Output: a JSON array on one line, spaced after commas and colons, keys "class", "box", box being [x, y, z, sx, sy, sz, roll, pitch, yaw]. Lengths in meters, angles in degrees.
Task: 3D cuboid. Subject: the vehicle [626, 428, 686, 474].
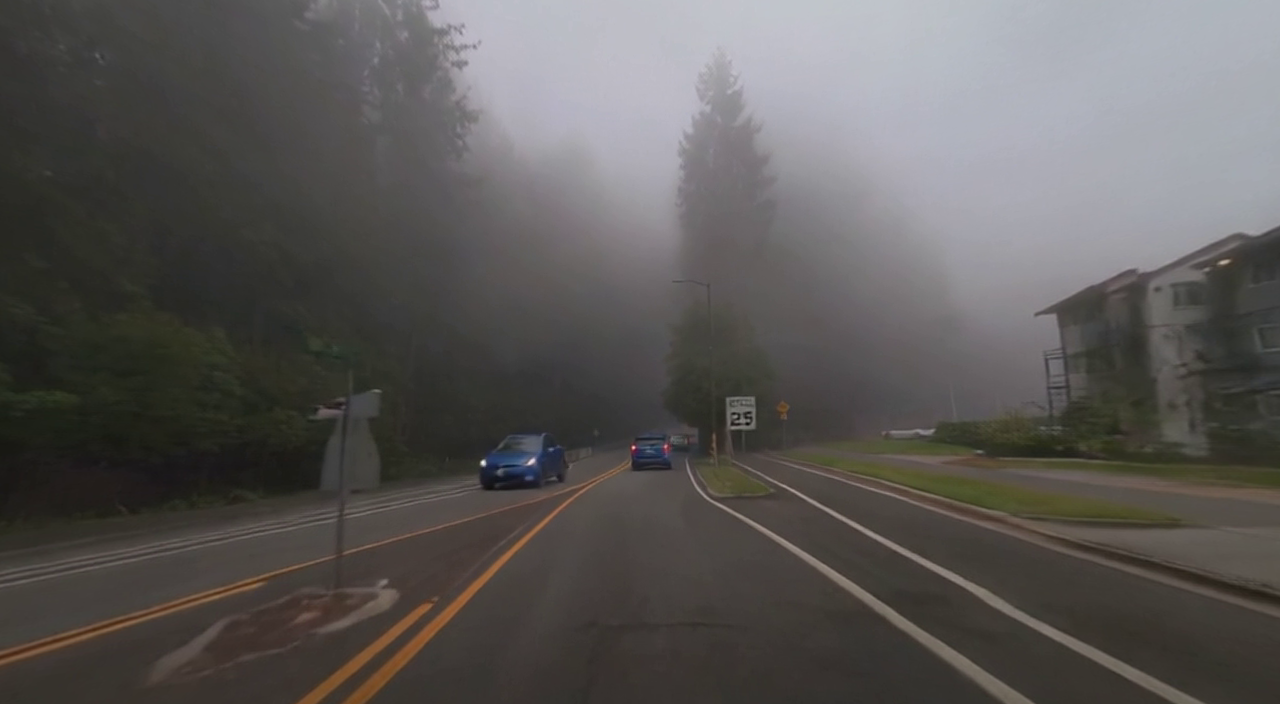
[{"class": "vehicle", "box": [0.740, 4.020, 25.789, 2.216, 1.708, 4.110, -1, -8, 4]}]

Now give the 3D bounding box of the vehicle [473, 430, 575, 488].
[{"class": "vehicle", "box": [-3.612, 3.434, 20.605, 2.087, 1.677, 4.467, -1, -8, 6]}]
